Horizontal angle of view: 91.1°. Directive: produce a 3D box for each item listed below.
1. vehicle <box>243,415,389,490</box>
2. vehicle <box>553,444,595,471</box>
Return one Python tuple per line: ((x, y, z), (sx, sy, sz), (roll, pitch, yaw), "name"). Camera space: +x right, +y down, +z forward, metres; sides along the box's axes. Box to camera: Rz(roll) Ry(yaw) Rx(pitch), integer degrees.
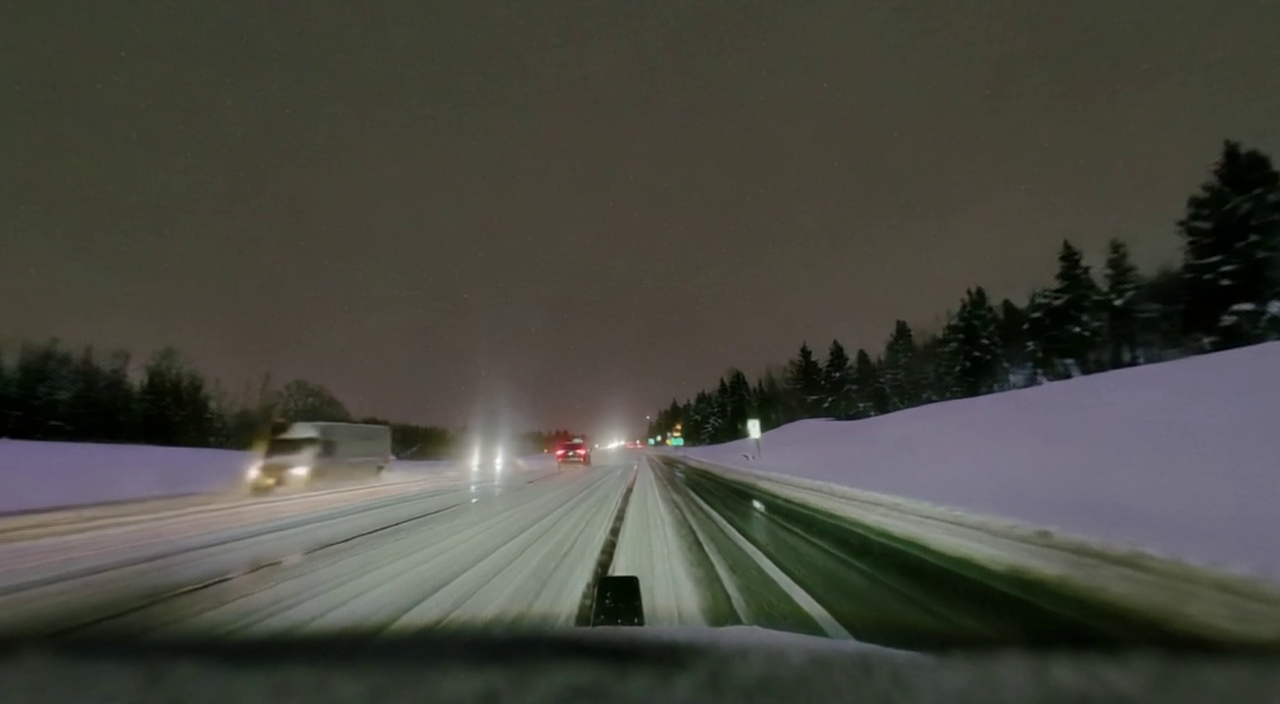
((-17.746, 5.653, 35.534), (3.208, 3.631, 9.318), (0, -9, 0), "vehicle")
((-4.145, 6.736, 40.381), (2.139, 1.577, 4.546), (-2, -9, 0), "vehicle")
